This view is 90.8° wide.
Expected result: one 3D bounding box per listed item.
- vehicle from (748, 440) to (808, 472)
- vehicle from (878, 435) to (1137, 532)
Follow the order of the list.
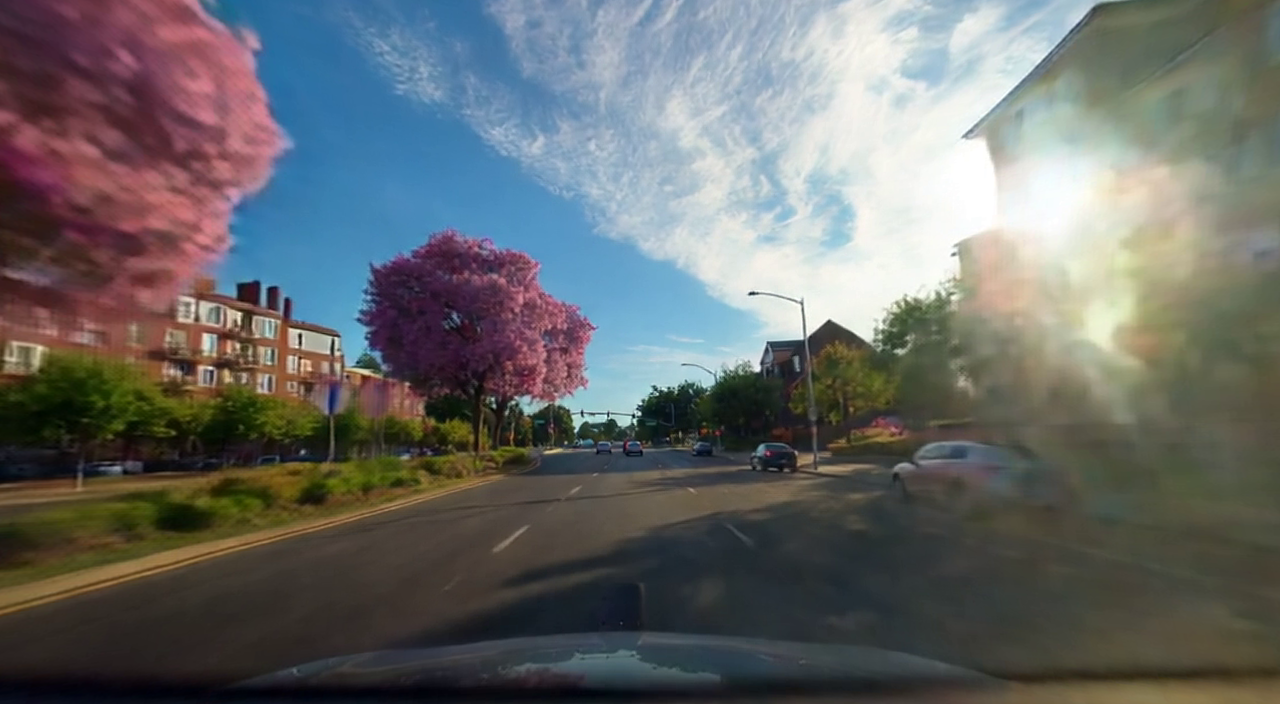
[{"bbox_3d":[6.851,5.215,31.922,2.032,1.449,4.413,0,-8,0],"label":"vehicle"},{"bbox_3d":[6.592,2.383,12.202,1.891,1.456,4.909,0,-8,-2],"label":"vehicle"}]
